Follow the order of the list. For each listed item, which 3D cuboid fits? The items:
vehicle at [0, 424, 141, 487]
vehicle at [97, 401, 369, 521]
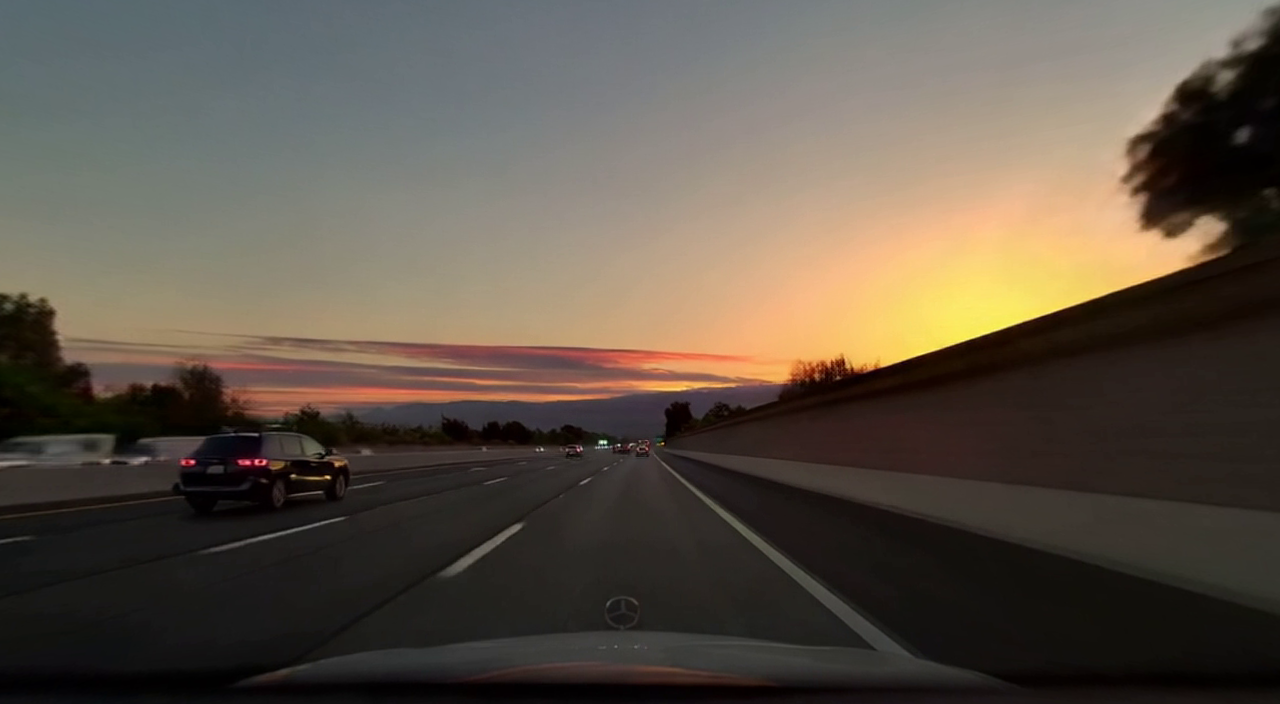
[{"bbox_3d":[-36.393,6.340,38.888,3.035,3.387,9.747,0,-9,0],"label":"vehicle"},{"bbox_3d":[-7.763,2.158,12.864,2.163,1.947,4.959,0,-8,0],"label":"vehicle"}]
